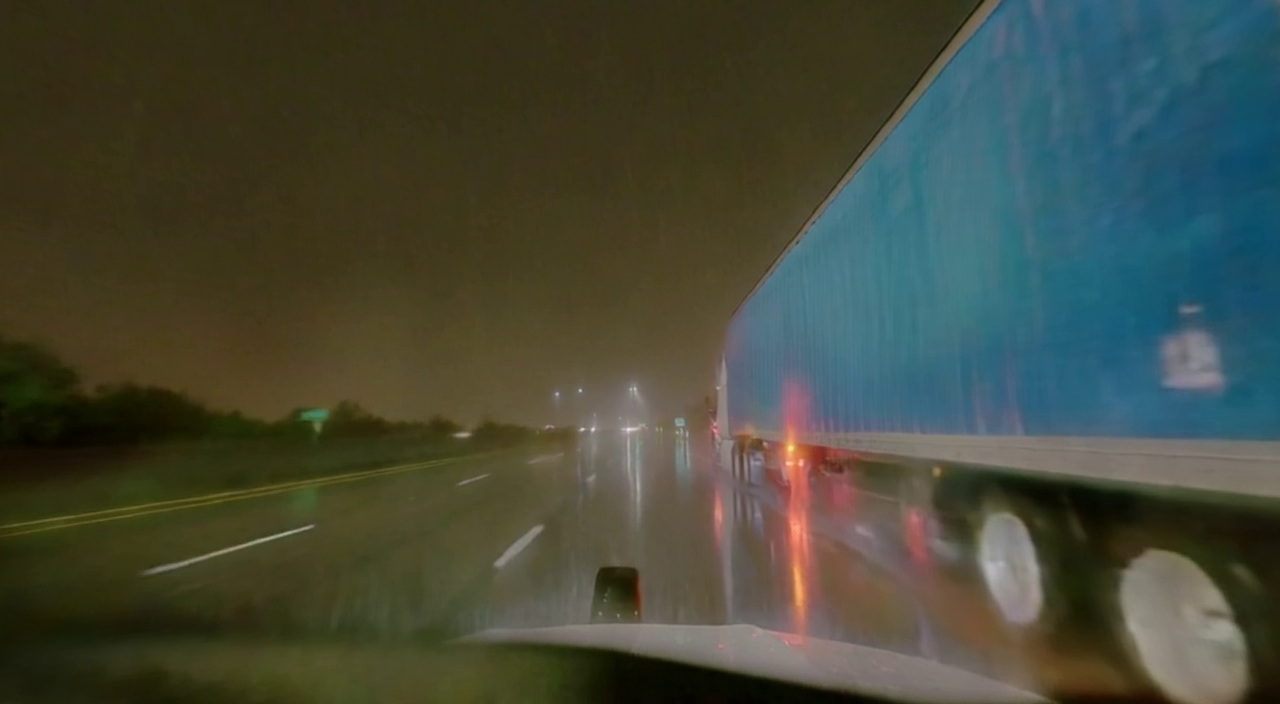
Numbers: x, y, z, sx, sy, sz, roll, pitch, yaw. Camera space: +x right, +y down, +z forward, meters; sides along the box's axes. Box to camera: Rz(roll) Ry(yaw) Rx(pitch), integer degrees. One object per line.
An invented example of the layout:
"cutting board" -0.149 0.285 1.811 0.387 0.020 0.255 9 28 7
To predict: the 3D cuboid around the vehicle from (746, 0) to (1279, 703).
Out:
"vehicle" 3.941 0.352 7.393 3.446 3.698 12.089 0 -8 1
